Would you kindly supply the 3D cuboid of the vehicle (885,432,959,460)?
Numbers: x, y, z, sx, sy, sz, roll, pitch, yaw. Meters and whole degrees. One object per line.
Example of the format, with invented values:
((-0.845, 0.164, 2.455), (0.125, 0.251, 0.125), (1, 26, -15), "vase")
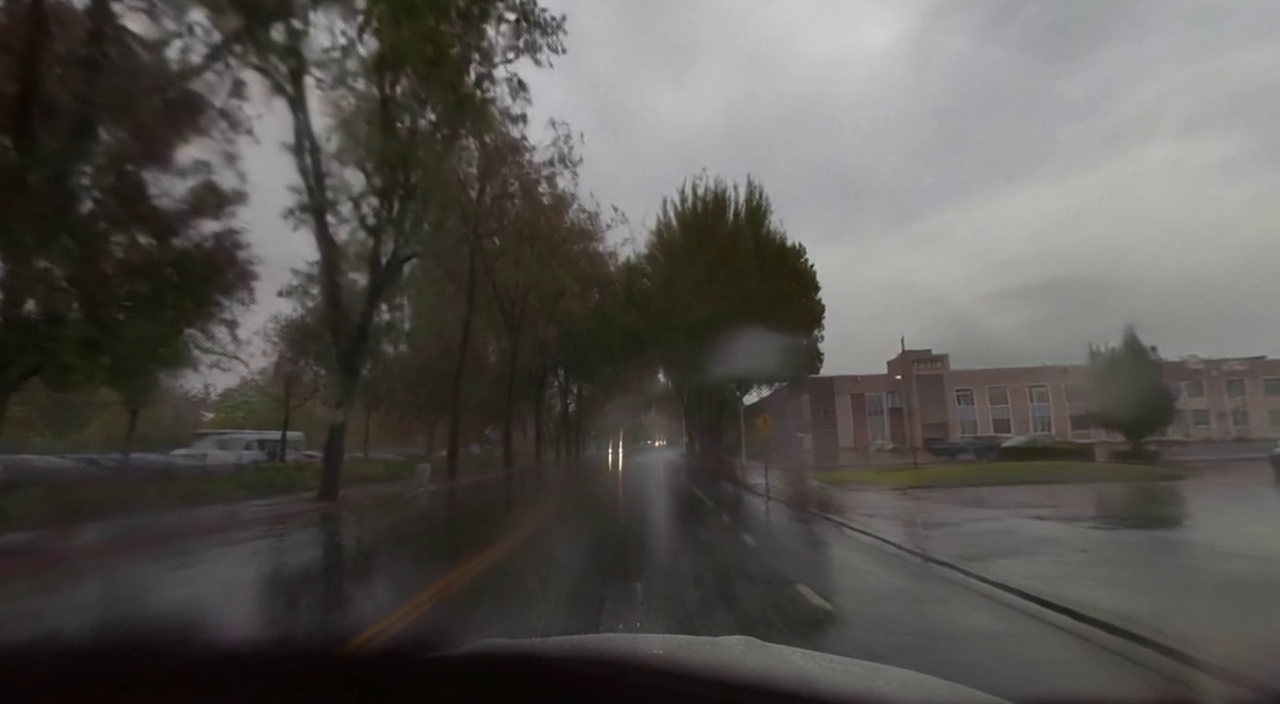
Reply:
((21.584, 7.223, 48.501), (4.593, 1.776, 2.094), (-5, -9, 1), "vehicle")

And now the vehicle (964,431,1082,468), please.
((17.541, 4.476, 29.059), (4.134, 1.580, 1.952), (0, -9, -3), "vehicle")
